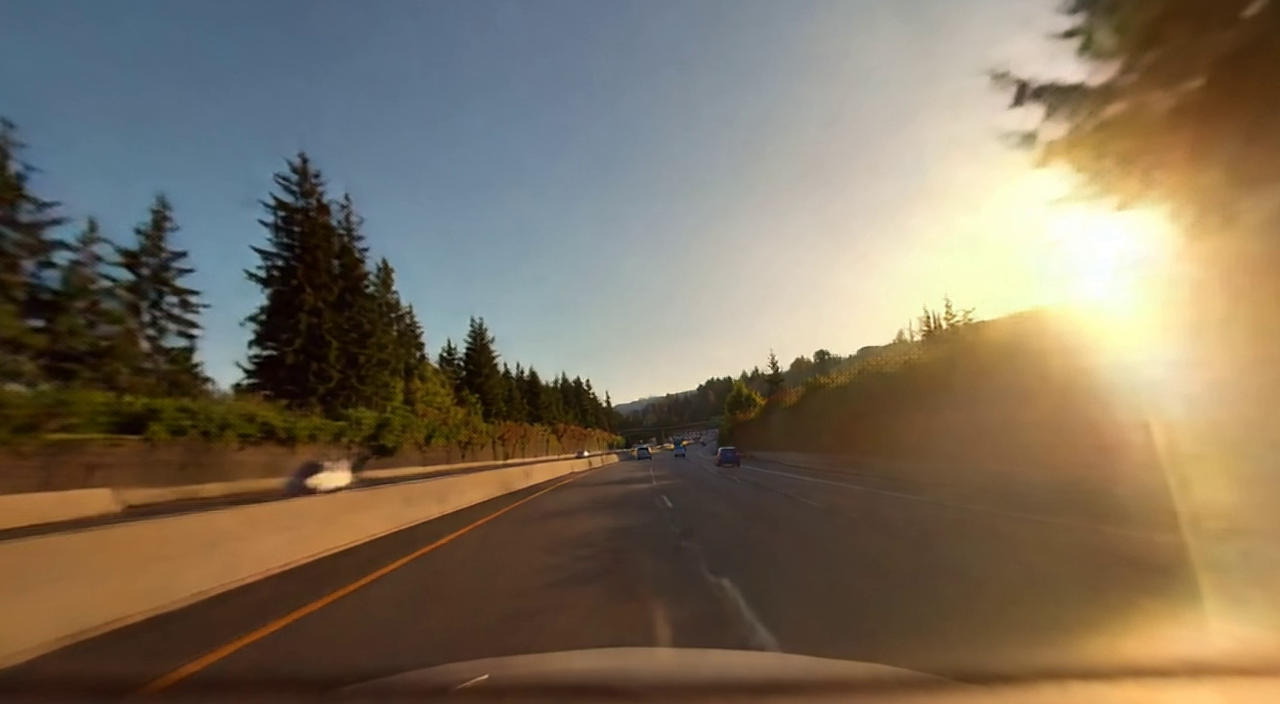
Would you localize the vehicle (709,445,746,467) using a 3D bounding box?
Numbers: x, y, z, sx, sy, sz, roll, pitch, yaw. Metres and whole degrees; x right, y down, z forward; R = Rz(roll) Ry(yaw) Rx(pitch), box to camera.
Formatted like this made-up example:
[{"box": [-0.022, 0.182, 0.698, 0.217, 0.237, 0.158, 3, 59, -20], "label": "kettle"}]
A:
[{"box": [6.502, 7.804, 47.223, 2.175, 1.574, 3.943, 0, -9, -1], "label": "vehicle"}]

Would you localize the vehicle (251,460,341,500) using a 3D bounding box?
[{"box": [-16.101, 5.986, 29.777, 1.941, 1.699, 4.056, 0, -9, 0], "label": "vehicle"}]
